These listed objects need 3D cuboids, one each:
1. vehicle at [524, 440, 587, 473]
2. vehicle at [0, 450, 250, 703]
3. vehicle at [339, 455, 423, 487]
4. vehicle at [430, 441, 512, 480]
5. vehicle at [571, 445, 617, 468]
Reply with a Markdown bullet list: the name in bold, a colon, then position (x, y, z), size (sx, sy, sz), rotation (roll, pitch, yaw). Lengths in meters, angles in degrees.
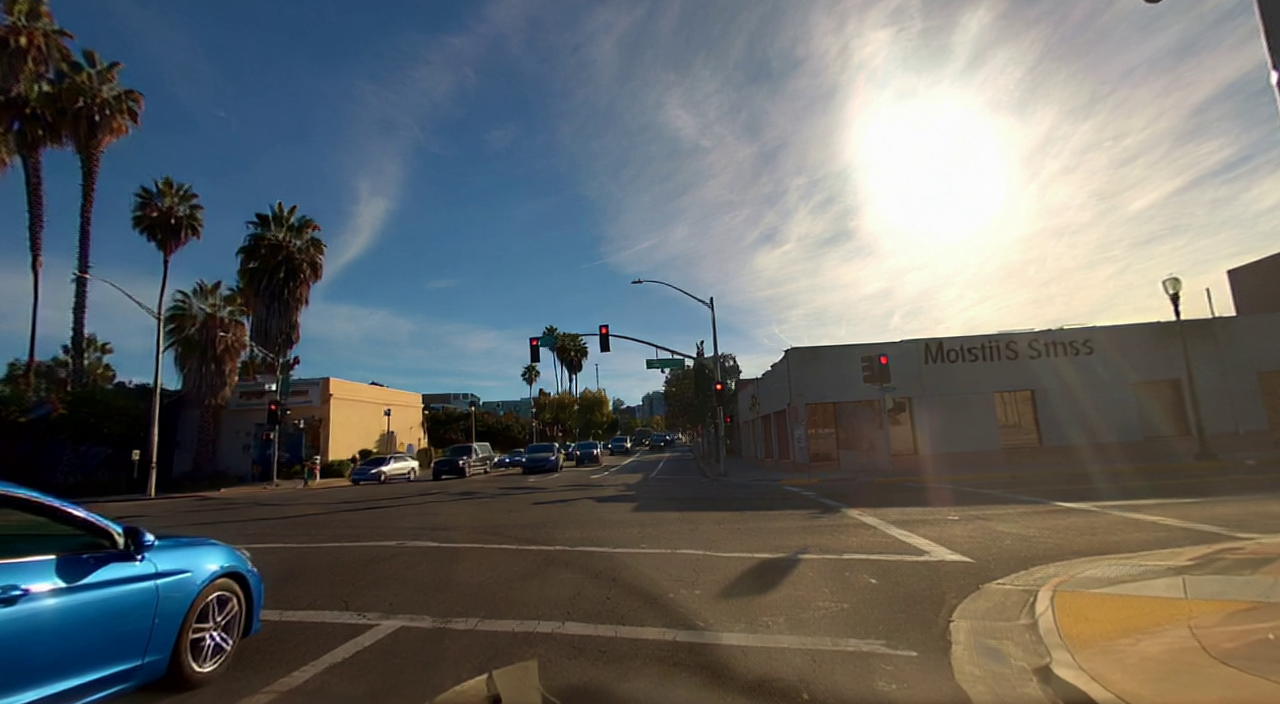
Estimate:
- **vehicle**: position (-4.690, 5.942, 36.012), size (2.092, 1.709, 4.775), rotation (-2, -9, 11)
- **vehicle**: position (-3.688, 1.025, 2.261), size (1.850, 1.325, 4.295), rotation (0, -9, 0)
- **vehicle**: position (-12.843, 5.912, 31.645), size (1.880, 1.440, 4.418), rotation (-1, -9, 7)
- **vehicle**: position (-8.788, 5.683, 33.392), size (2.152, 1.825, 5.406), rotation (-1, -9, 8)
- **vehicle**: position (-3.137, 7.234, 43.973), size (1.839, 1.468, 4.549), rotation (-2, -9, 14)
